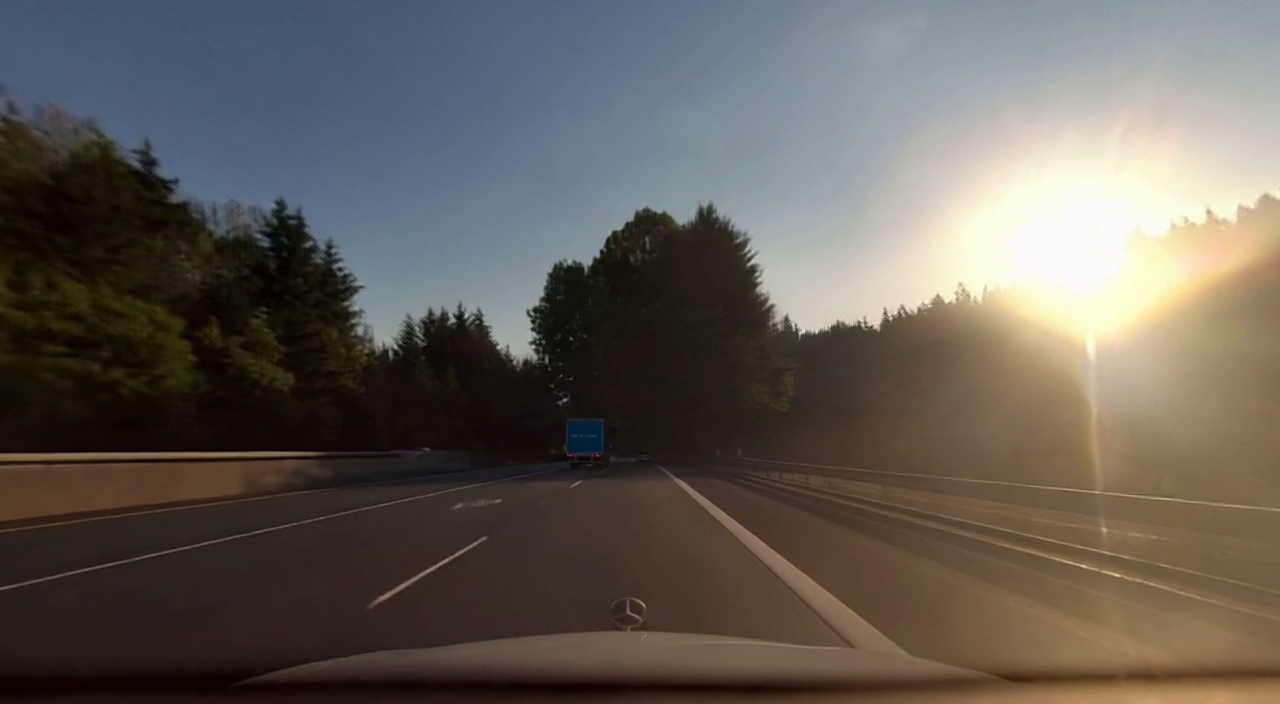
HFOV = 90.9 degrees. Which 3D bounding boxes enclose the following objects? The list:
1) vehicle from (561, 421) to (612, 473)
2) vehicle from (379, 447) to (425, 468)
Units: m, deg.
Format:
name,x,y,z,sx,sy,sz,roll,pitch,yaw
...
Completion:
name,x,y,z,sx,sy,sz,roll,pitch,yaw
vehicle,-3.399,6.283,41.632,2.695,3.151,6.885,0,-9,1
vehicle,-17.591,7.798,46.671,1.757,1.491,4.055,0,-9,1
